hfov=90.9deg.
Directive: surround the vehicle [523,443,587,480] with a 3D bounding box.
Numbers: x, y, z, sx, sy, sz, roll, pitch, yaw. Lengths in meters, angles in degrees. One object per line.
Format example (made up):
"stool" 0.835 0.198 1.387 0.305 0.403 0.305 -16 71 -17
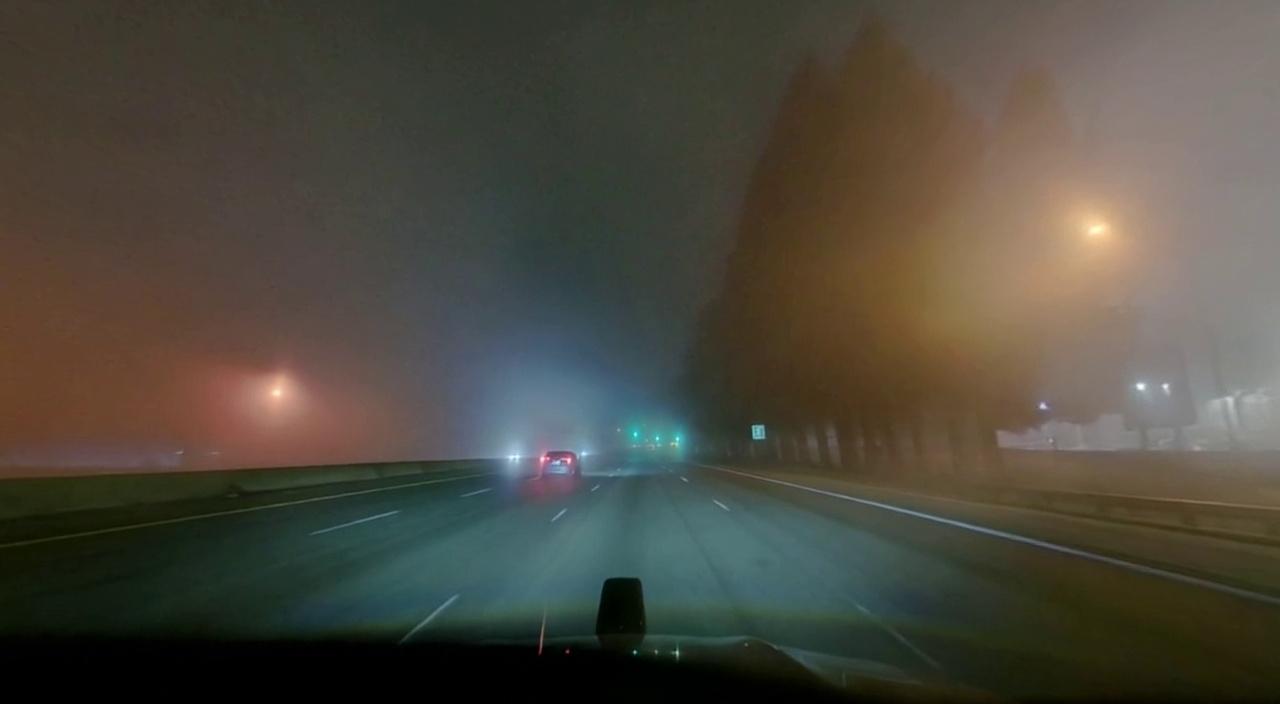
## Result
"vehicle" -3.574 4.712 27.346 2.128 1.450 4.078 0 -9 1
